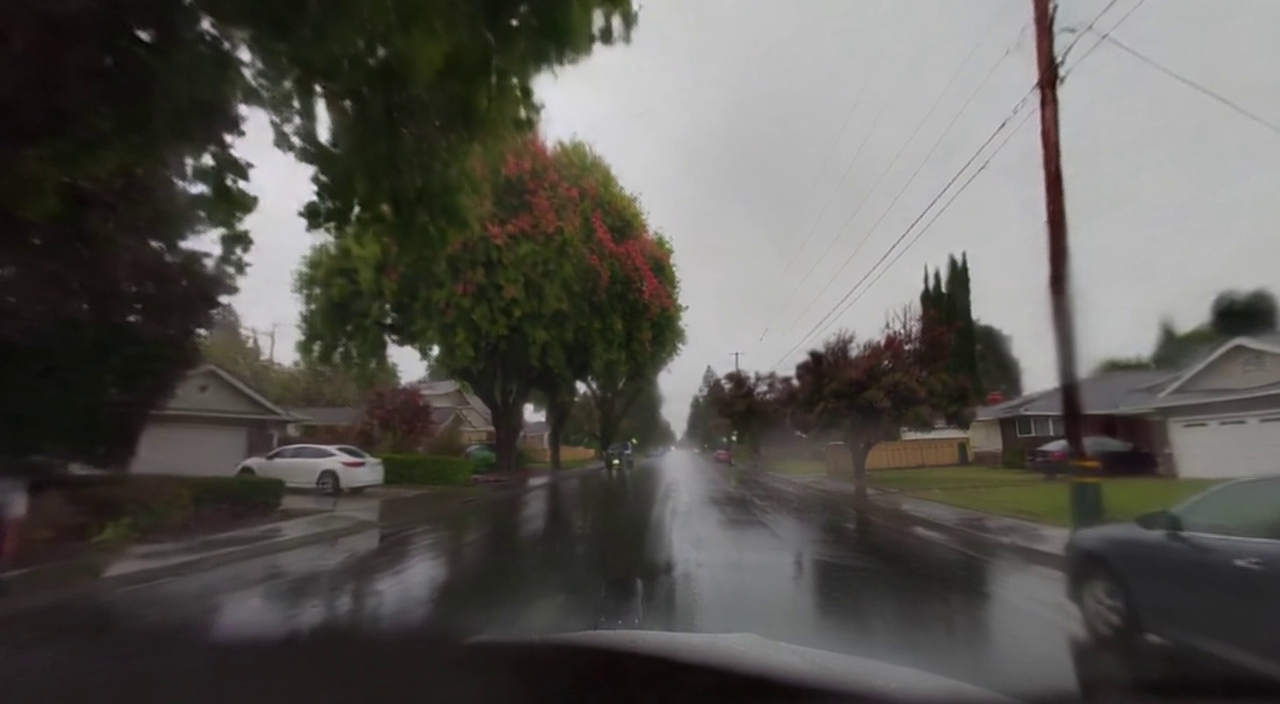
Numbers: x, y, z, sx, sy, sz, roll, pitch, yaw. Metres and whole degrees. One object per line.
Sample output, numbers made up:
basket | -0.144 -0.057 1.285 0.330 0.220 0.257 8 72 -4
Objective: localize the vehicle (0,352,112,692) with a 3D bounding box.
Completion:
vehicle | -5.265 0.716 1.602 2.337 2.084 6.088 -1 -9 3

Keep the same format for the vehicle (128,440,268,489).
vehicle | -15.037 3.762 21.392 4.473 1.493 1.884 -4 -9 27

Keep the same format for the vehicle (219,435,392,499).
vehicle | -10.291 3.551 19.554 4.373 1.747 2.029 -4 -9 11

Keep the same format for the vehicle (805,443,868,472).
vehicle | 12.855 6.917 41.375 3.647 1.784 1.650 -1 -8 5

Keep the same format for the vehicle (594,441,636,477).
vehicle | -1.834 8.066 47.780 2.482 2.054 5.323 0 -3 5

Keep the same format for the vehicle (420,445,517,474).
vehicle | -9.889 6.231 36.578 4.977 1.558 2.079 -1 -9 5

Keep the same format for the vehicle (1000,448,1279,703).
vehicle | 4.231 1.267 3.456 1.959 1.431 4.647 0 -8 3
